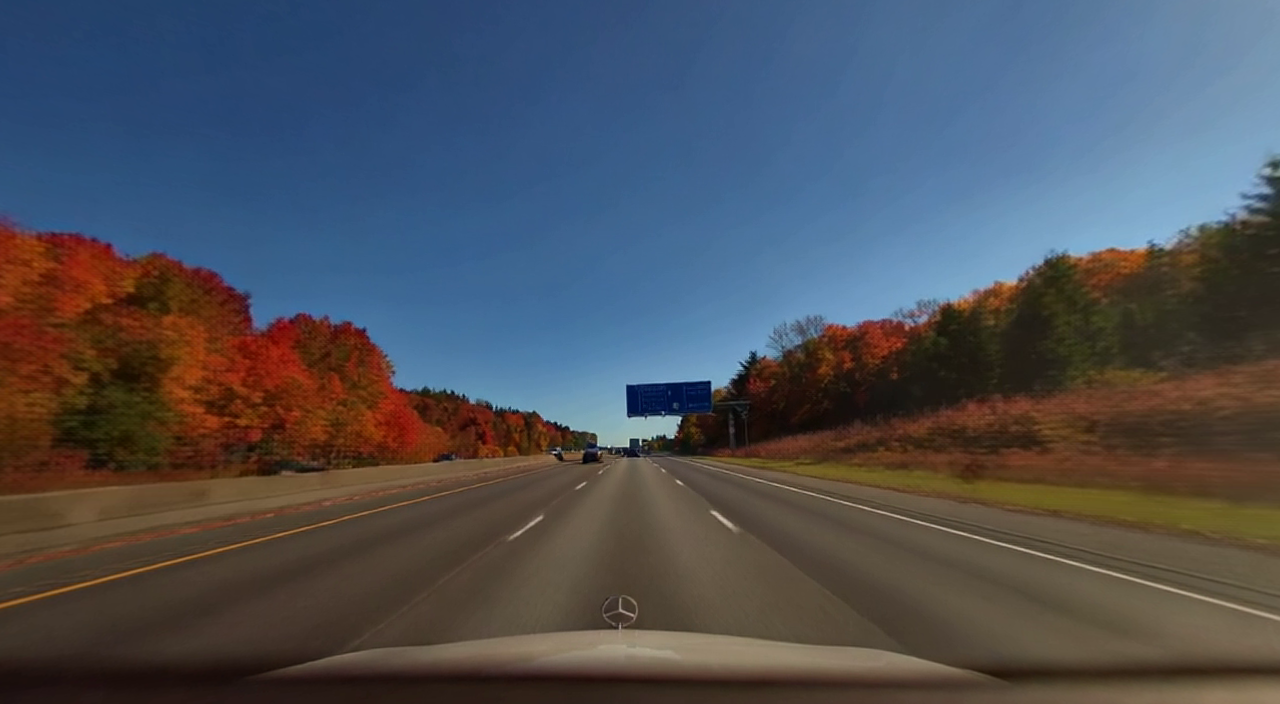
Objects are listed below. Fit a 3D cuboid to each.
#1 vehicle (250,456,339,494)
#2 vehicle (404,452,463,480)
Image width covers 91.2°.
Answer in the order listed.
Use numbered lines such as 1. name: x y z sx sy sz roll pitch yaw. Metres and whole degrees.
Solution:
1. vehicle: -15.054 5.363 27.530 1.750 1.478 3.765 0 -9 0
2. vehicle: -11.426 6.315 34.903 1.879 1.458 3.974 0 -9 1
